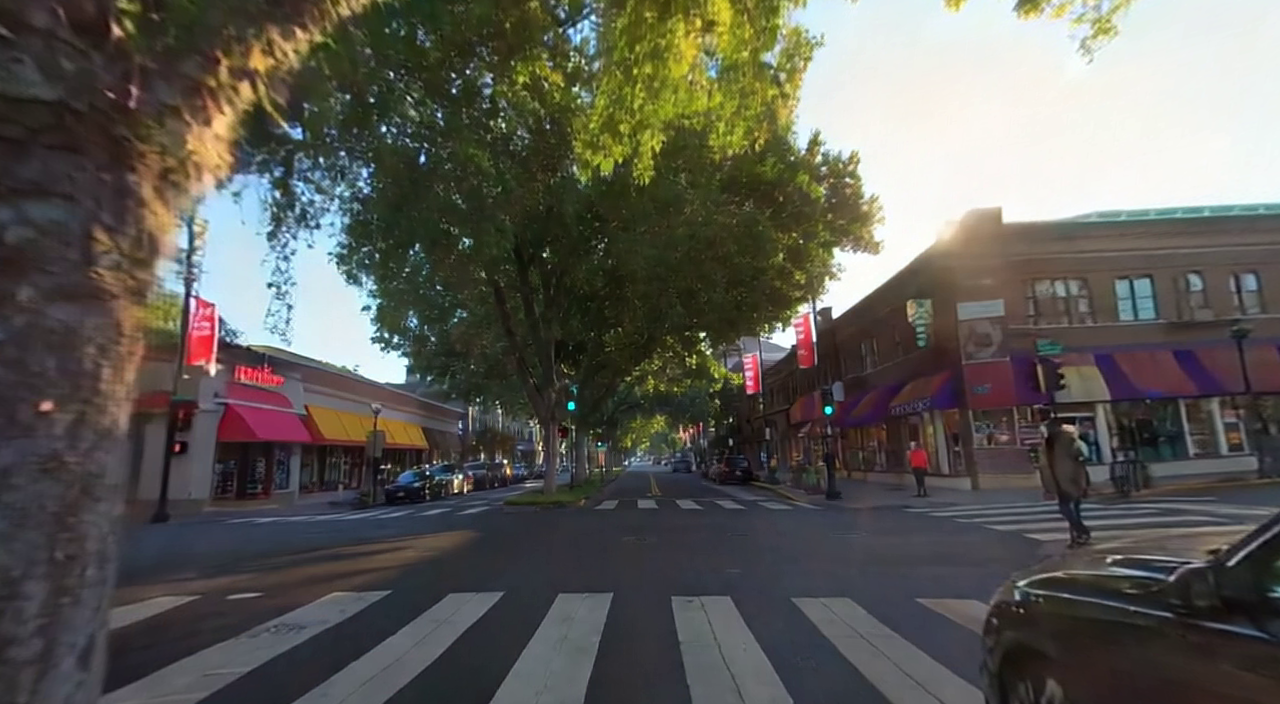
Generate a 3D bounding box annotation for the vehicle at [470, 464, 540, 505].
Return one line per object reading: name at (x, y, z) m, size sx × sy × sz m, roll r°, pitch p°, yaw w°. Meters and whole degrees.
vehicle at (-5.749, 5.693, 27.466) m, size 1.983 × 1.438 × 4.559 m, roll 0°, pitch -8°, yaw 1°

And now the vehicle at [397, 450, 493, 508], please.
vehicle at (-8.791, 5.718, 29.202) m, size 2.489 × 2.323 × 5.843 m, roll 0°, pitch -8°, yaw 0°

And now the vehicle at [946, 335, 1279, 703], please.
vehicle at (2.730, 0.861, 2.287) m, size 1.822 × 1.654 × 2.794 m, roll 0°, pitch -8°, yaw 1°

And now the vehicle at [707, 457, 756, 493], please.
vehicle at (5.205, 7.048, 36.586) m, size 2.010 × 1.844 × 4.386 m, roll 0°, pitch -8°, yaw -2°
